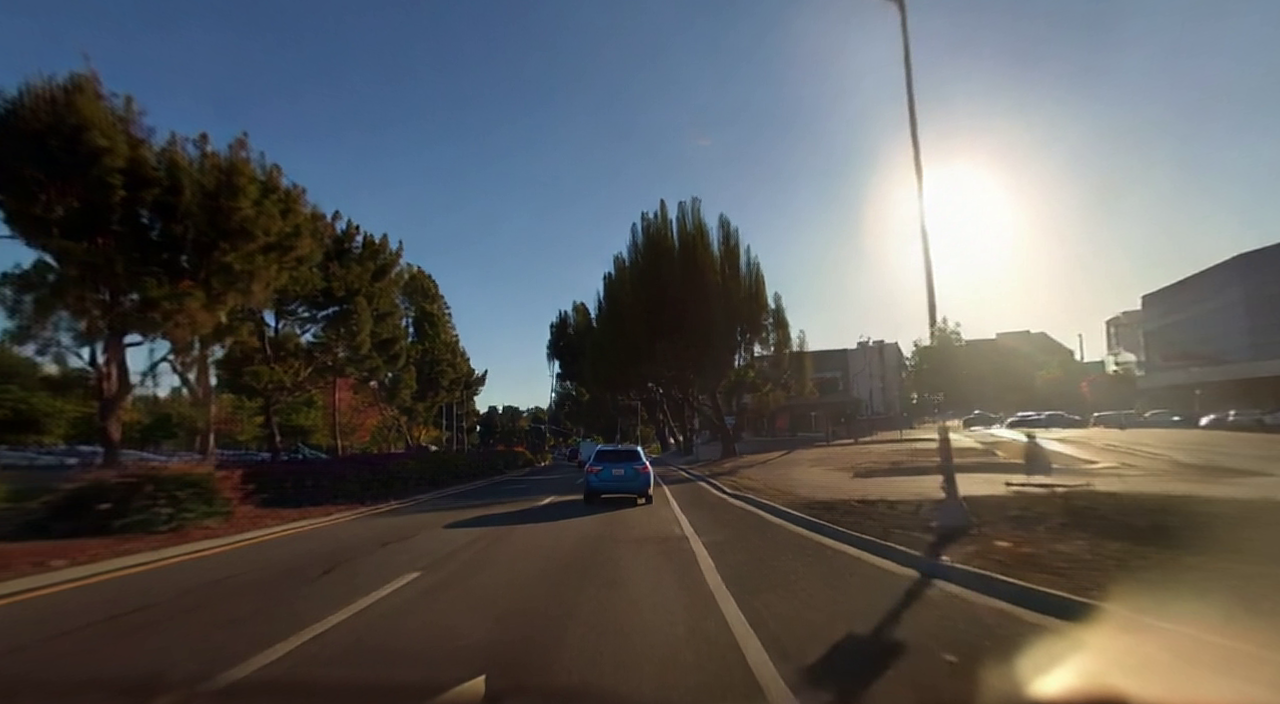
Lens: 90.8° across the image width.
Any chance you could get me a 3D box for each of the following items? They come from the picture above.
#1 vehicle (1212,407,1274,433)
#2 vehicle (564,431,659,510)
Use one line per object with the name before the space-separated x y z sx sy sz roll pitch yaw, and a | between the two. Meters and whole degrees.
vehicle | 42.978 4.907 45.130 2.042 1.634 4.326 -4 -9 29
vehicle | -0.659 2.975 16.363 2.131 1.761 4.242 0 -8 0
